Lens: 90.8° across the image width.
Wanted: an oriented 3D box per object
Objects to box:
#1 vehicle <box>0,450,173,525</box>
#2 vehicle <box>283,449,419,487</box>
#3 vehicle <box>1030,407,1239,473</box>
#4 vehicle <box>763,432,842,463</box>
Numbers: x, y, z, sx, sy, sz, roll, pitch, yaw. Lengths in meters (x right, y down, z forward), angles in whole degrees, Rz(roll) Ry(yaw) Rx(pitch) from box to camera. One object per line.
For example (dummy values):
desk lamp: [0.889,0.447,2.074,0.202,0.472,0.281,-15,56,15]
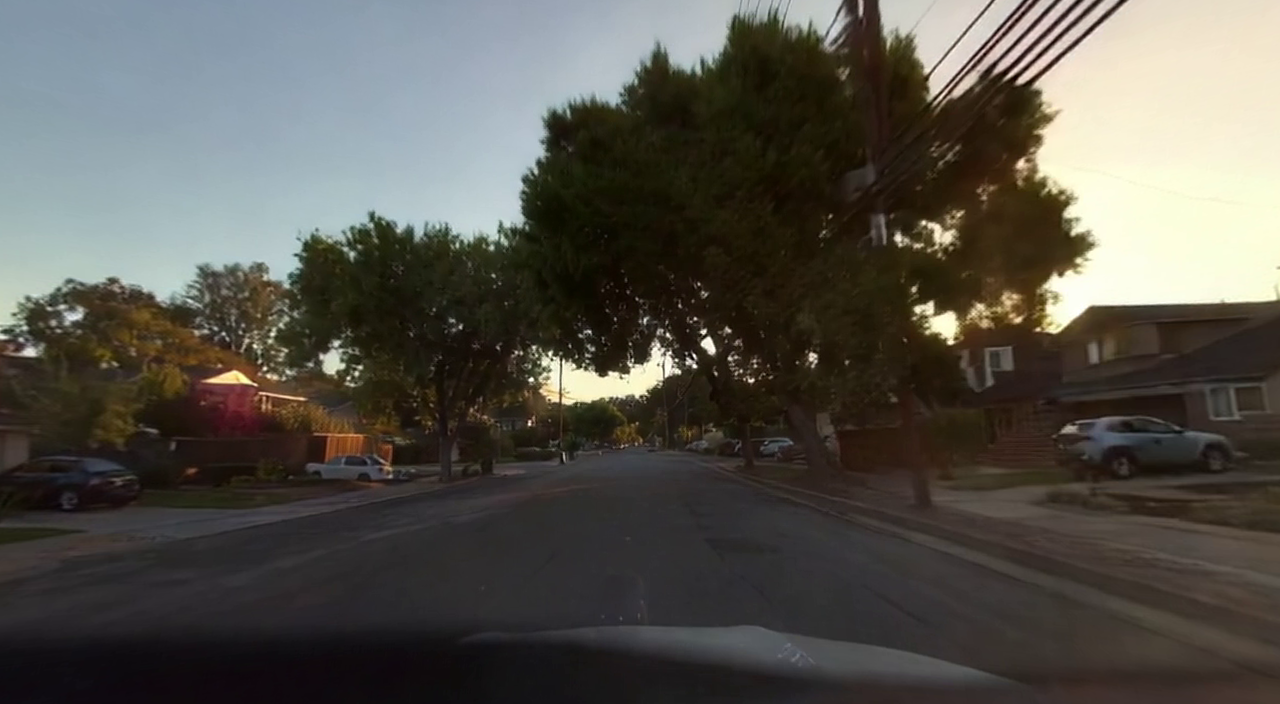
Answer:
vehicle: [-14.964,3.346,16.218,1.978,1.586,5.192,0,-8,0]
vehicle: [-12.505,5.022,27.538,4.893,1.567,2.105,-1,-9,5]
vehicle: [14.562,2.636,18.881,4.373,1.759,2.093,0,-9,4]
vehicle: [10.666,6.304,41.698,4.686,1.786,2.019,-3,-8,6]
